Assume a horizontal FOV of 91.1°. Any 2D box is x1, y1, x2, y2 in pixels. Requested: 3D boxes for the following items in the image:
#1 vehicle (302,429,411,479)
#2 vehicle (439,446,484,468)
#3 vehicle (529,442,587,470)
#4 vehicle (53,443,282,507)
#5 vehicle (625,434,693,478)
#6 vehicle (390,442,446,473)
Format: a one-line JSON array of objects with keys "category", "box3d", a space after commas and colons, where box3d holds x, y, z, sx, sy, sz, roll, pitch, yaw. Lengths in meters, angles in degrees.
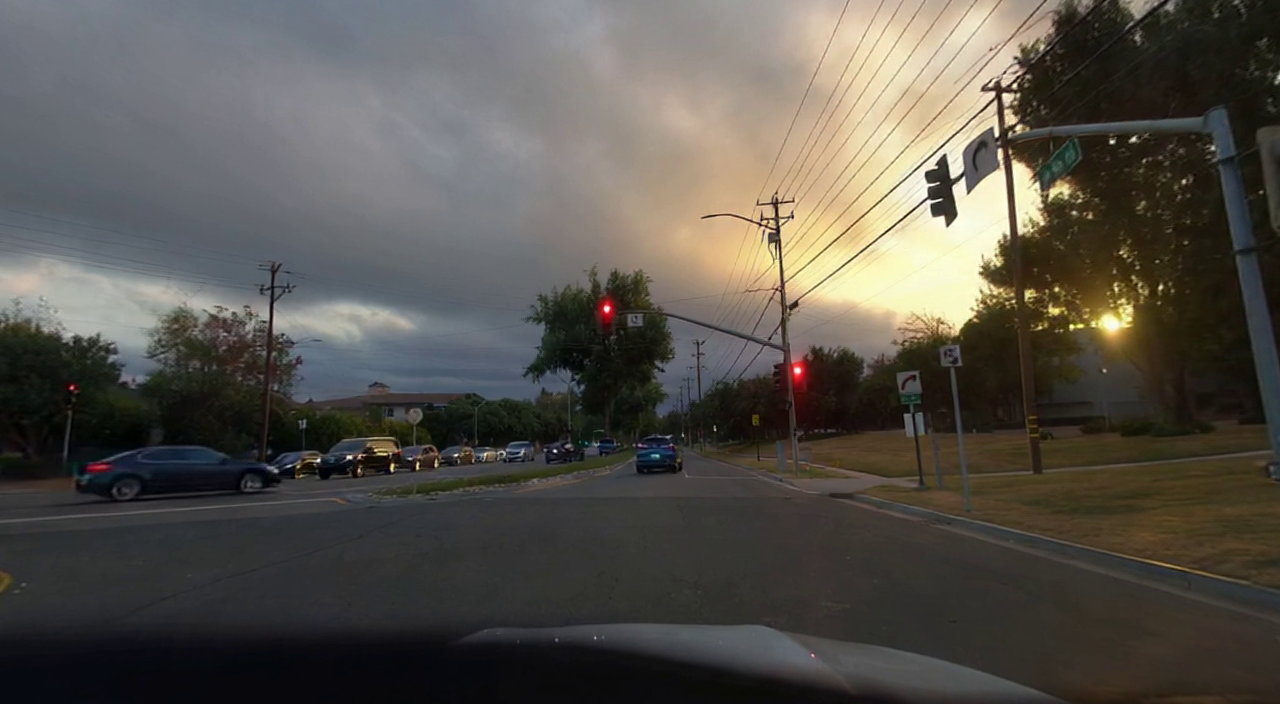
[{"category": "vehicle", "box3d": [-13.123, 4.767, 29.625, 2.350, 2.104, 5.828, 0, -8, 1]}, {"category": "vehicle", "box3d": [-12.688, 7.484, 44.904, 1.841, 1.477, 4.485, -1, -8, 1]}, {"category": "vehicle", "box3d": [-4.479, 5.766, 35.047, 1.904, 1.482, 4.603, -2, -9, 9]}, {"category": "vehicle", "box3d": [-12.307, 3.165, 16.649, 4.531, 1.446, 1.846, 6, -11, -38]}, {"category": "vehicle", "box3d": [0.919, 4.337, 26.429, 2.051, 1.666, 4.607, -2, -9, 12]}, {"category": "vehicle", "box3d": [-13.231, 6.303, 37.631, 1.772, 1.647, 4.221, -4, -9, 0]}]
